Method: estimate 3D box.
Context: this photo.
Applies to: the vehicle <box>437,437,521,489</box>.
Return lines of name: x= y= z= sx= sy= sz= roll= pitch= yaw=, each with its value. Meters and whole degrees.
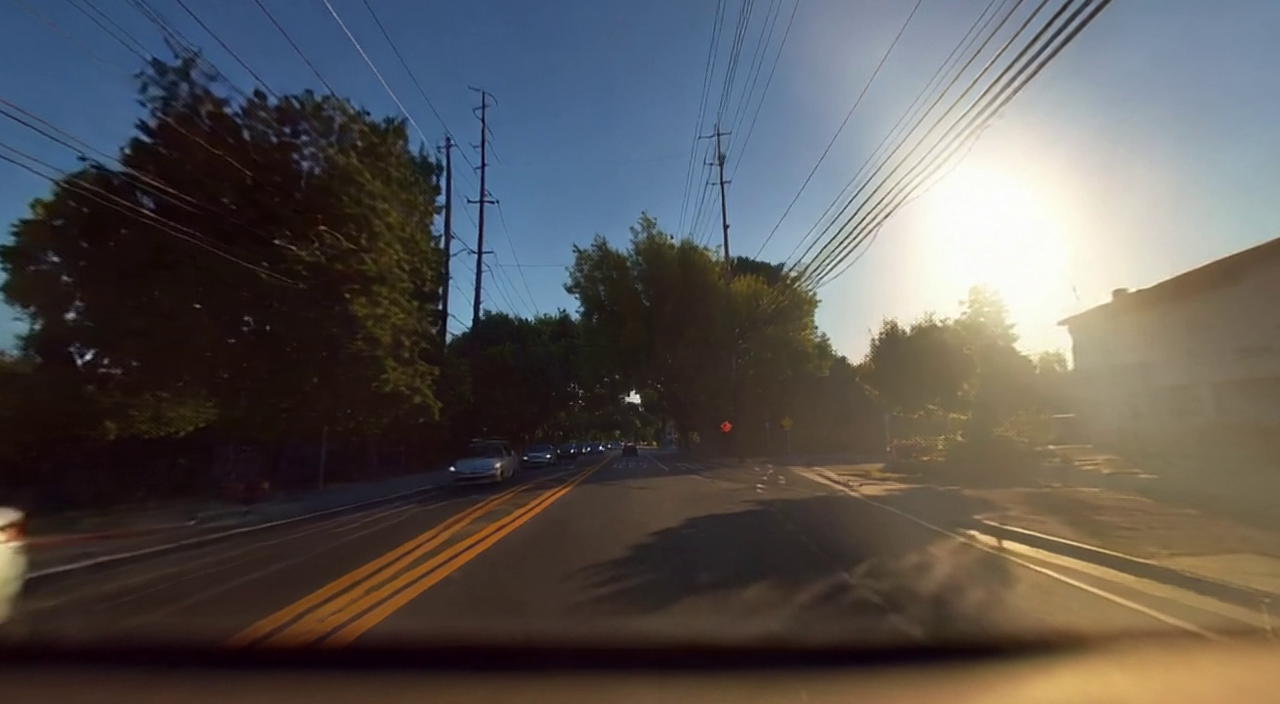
vehicle: x=-5.509 y=3.821 z=22.124 sx=2.001 sy=1.616 sz=4.064 roll=0 pitch=-9 yaw=-2

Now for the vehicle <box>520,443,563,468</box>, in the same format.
vehicle: x=-6.309 y=6.669 z=40.909 sx=2.043 sy=1.484 sz=4.532 roll=0 pitch=-9 yaw=0
